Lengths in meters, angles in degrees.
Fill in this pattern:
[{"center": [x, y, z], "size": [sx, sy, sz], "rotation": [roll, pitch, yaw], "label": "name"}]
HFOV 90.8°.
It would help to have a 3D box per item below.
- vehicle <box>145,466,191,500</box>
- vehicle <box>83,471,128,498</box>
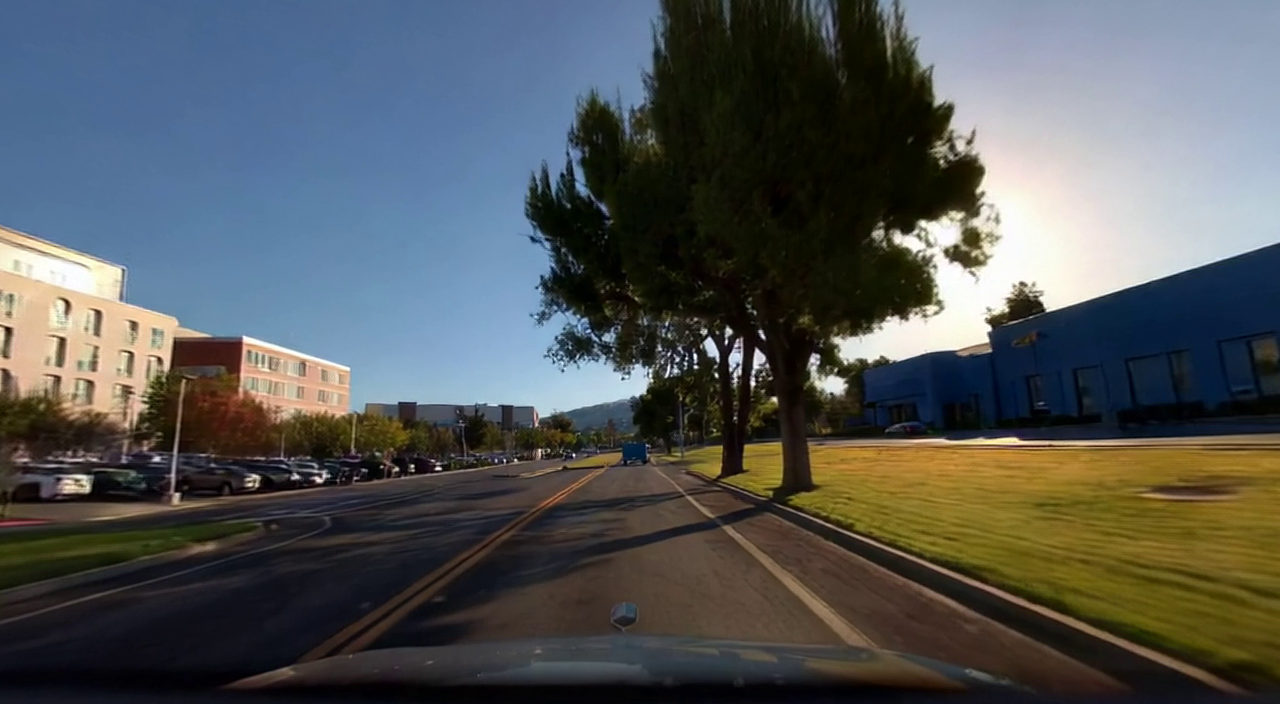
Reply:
[{"center": [-27.838, 7.667, 37.335], "size": [1.930, 1.718, 4.438], "rotation": [6, -10, -35], "label": "vehicle"}, {"center": [-32.023, 7.903, 37.813], "size": [1.747, 1.468, 3.972], "rotation": [7, -13, -42], "label": "vehicle"}]
